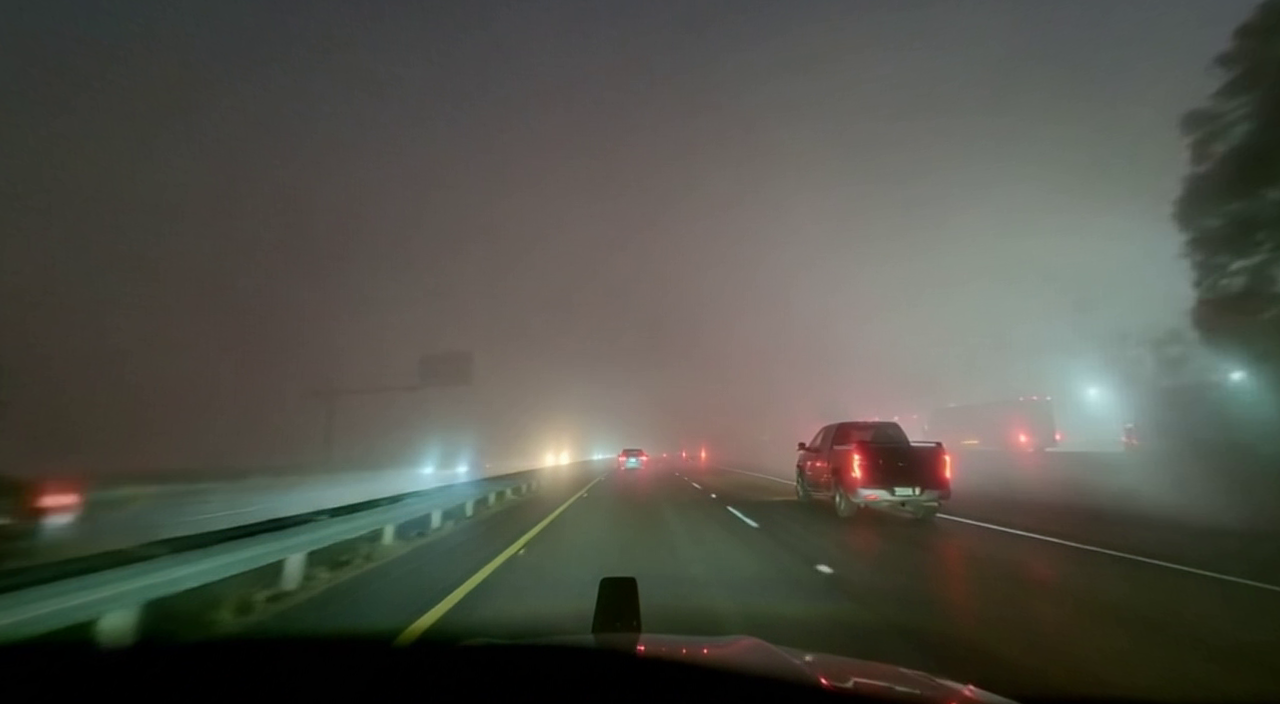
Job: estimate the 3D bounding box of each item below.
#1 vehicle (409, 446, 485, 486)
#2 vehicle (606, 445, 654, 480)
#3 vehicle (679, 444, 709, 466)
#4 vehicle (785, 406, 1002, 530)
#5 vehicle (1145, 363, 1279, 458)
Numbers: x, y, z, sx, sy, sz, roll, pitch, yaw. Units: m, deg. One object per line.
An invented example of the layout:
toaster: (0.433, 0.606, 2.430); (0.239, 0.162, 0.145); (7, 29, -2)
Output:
vehicle: (-8.708, 5.168, 28.727); (1.995, 1.677, 4.480); (0, -9, 1)
vehicle: (-0.395, 4.977, 28.460); (2.029, 1.483, 3.769); (0, -9, 1)
vehicle: (4.141, 7.948, 48.432); (1.936, 1.589, 3.915); (0, -9, 0)
vehicle: (4.607, 2.218, 12.459); (2.261, 1.952, 4.784); (0, -9, 0)
vehicle: (28.658, 2.557, 27.078); (2.909, 3.998, 13.523); (-1, -9, 2)
